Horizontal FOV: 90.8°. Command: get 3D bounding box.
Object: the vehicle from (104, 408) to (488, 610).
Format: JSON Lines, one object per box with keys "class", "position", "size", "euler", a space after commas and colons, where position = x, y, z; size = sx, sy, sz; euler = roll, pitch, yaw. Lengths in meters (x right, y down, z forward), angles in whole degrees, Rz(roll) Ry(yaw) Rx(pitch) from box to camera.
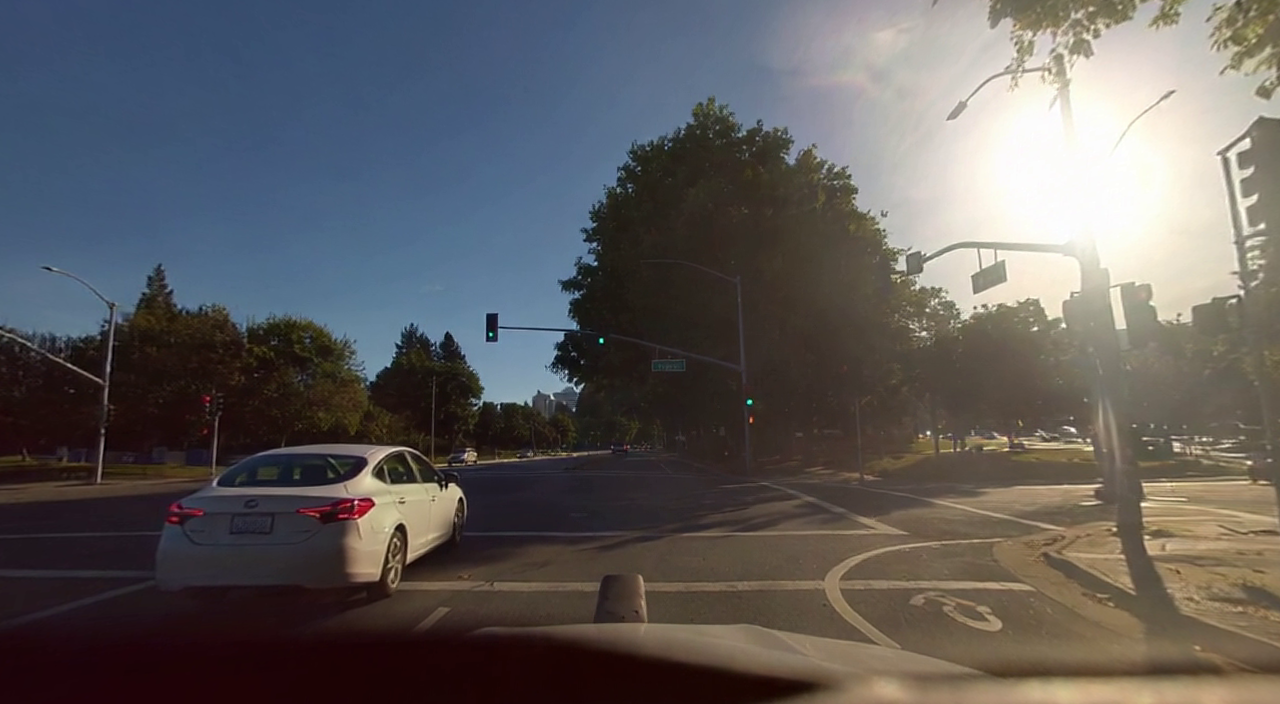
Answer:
{"class": "vehicle", "position": [-3.305, 1.595, 7.389], "size": [2.076, 1.599, 4.483], "euler": [0, -9, -2]}
